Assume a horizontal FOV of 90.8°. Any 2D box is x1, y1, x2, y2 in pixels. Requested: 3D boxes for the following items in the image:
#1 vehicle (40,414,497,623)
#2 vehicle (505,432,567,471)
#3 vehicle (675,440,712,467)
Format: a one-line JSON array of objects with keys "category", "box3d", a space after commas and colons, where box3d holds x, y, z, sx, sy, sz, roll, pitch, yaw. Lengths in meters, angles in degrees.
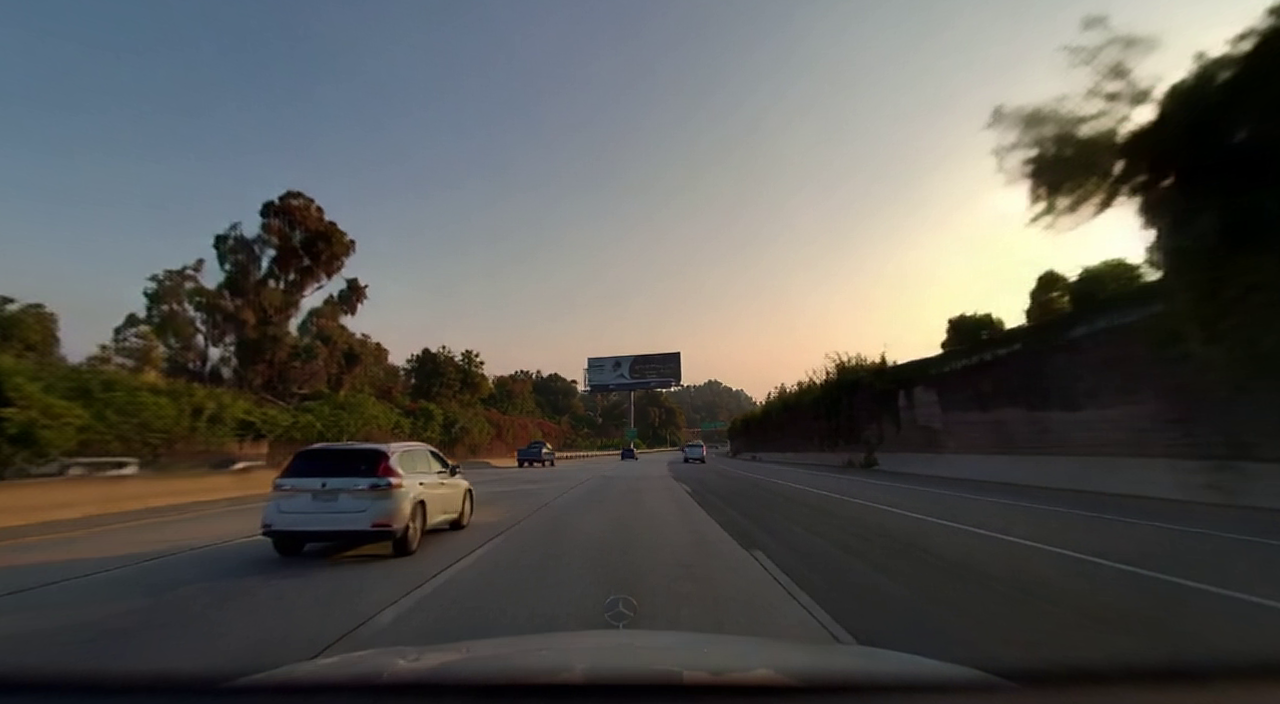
[{"category": "vehicle", "box3d": [-3.160, 1.527, 6.799, 2.192, 1.482, 4.454, 0, -9, 0]}, {"category": "vehicle", "box3d": [-5.996, 5.859, 37.287, 2.383, 2.048, 5.875, 0, -9, 3]}, {"category": "vehicle", "box3d": [3.717, 7.153, 44.570, 2.211, 1.814, 4.404, 0, -9, 0]}]
